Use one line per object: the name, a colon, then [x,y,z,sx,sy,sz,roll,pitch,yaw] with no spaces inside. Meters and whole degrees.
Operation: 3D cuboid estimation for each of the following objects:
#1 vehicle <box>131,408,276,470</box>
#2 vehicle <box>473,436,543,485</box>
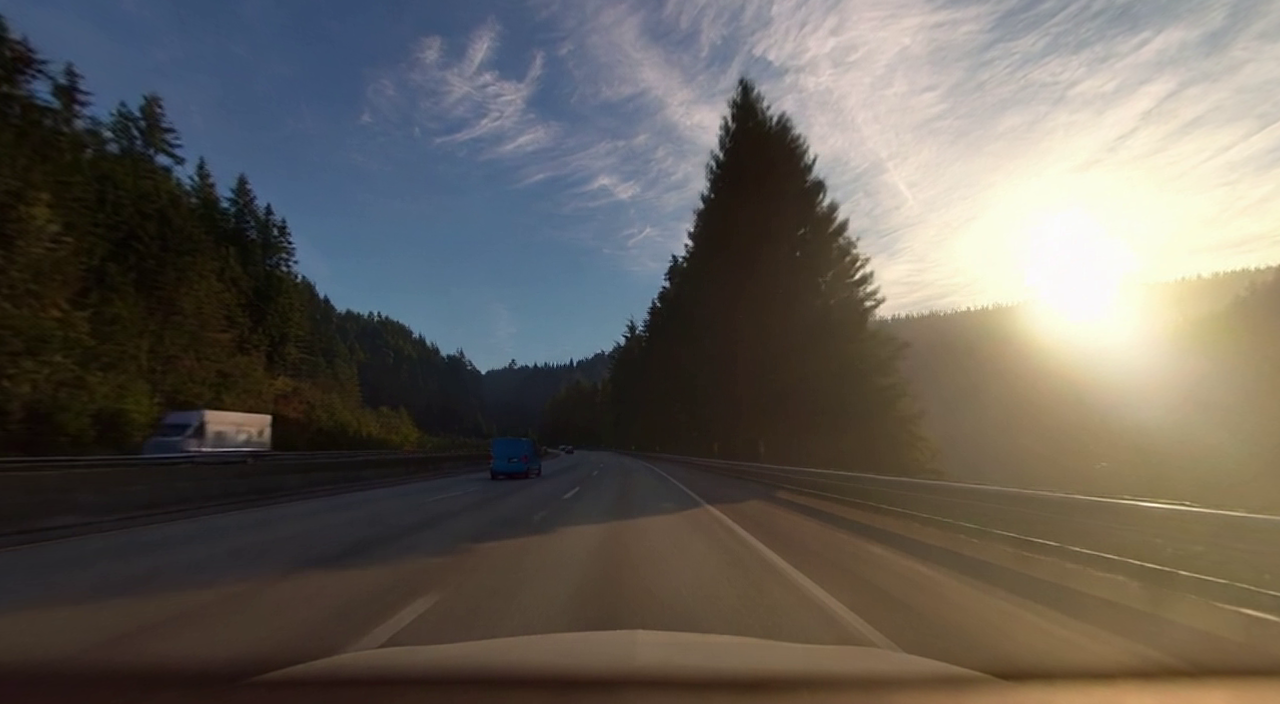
vehicle: [-28.578,5.895,42.099,2.960,3.652,9.422,0,-9,-1]
vehicle: [-6.007,5.014,29.414,2.197,2.038,4.919,0,-9,0]
